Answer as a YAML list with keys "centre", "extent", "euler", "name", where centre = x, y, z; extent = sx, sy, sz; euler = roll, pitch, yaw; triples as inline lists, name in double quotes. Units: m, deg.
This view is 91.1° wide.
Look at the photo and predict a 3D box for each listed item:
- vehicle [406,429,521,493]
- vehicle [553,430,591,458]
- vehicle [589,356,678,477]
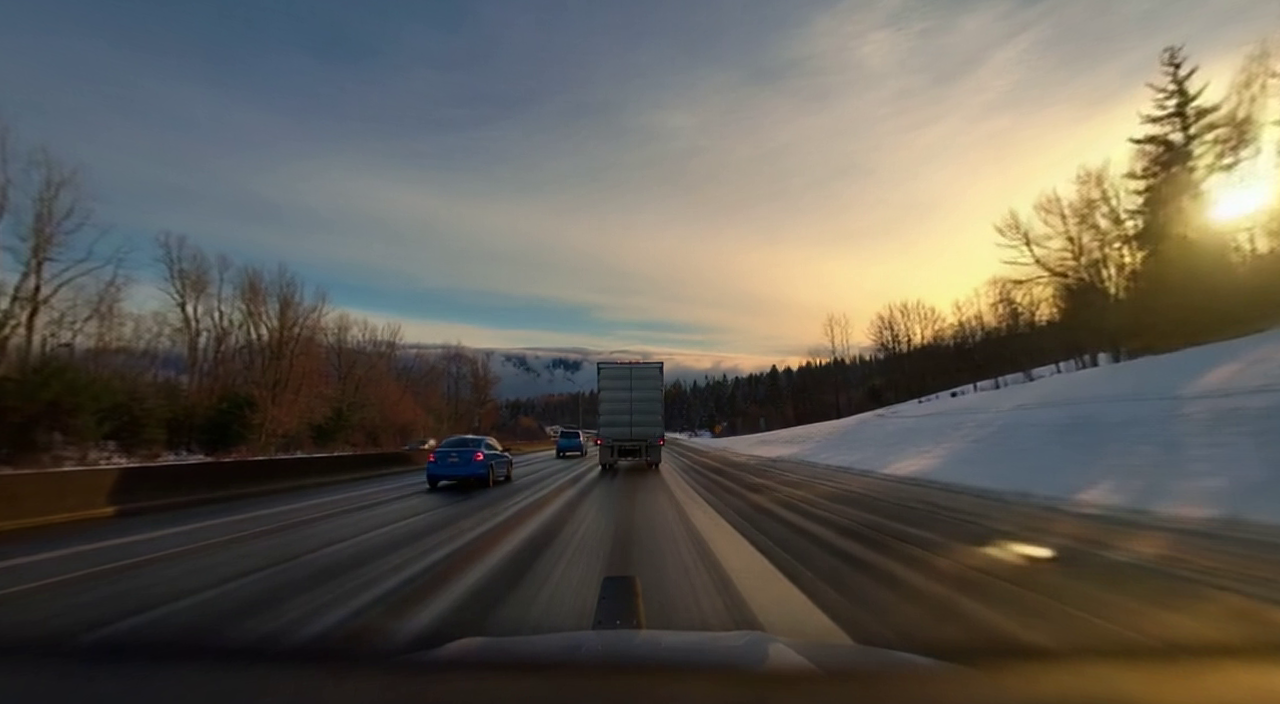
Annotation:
- centre: [-4.696, 2.939, 17.486]
  extent: [1.931, 1.539, 4.441]
  euler: [0, -8, 0]
  name: "vehicle"
- centre: [-4.539, 6.214, 42.646]
  extent: [2.019, 1.834, 4.644]
  euler: [0, -8, 0]
  name: "vehicle"
- centre: [-0.332, 2.805, 26.128]
  extent: [2.953, 4.041, 10.072]
  euler: [0, -8, -1]
  name: "vehicle"
